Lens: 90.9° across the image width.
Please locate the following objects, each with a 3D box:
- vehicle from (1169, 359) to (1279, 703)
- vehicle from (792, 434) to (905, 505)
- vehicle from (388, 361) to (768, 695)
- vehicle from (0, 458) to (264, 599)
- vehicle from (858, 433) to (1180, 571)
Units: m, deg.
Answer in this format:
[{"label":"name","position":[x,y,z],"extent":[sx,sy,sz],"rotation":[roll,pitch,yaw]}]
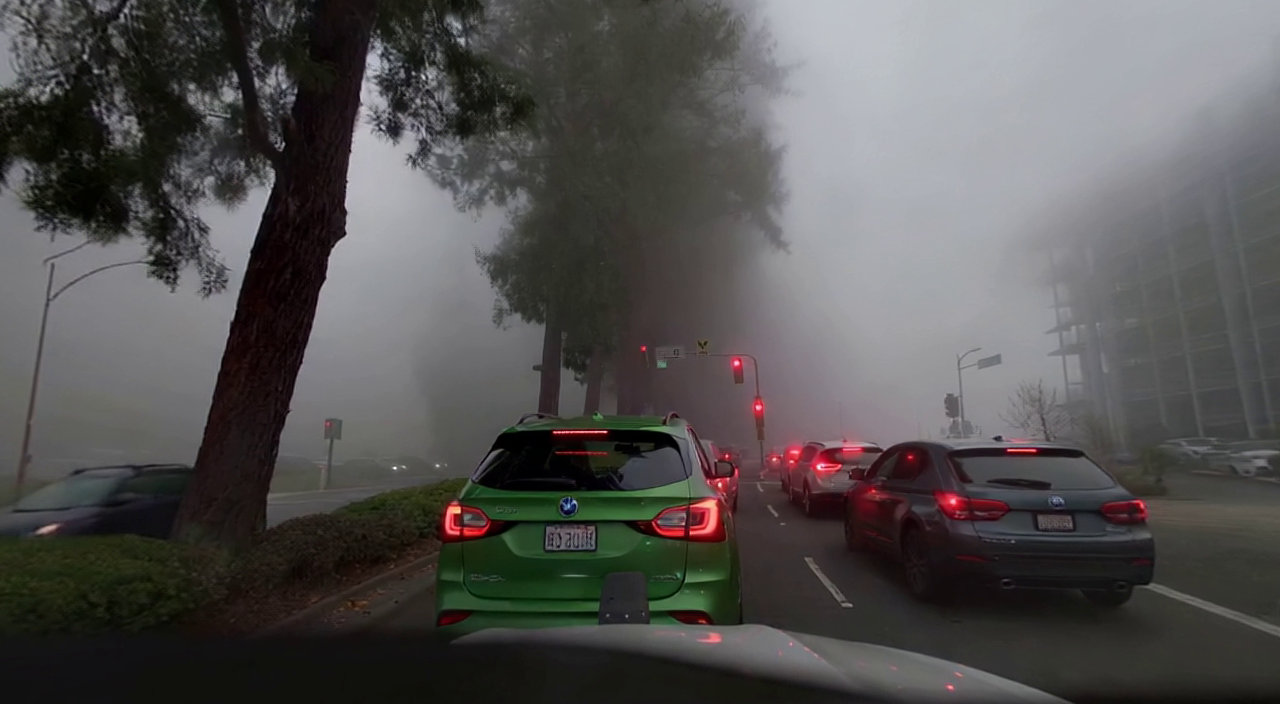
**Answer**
[{"label":"vehicle","position":[4.049,0.612,1.108],"extent":[1.993,1.719,4.953],"rotation":[0,-8,1]},{"label":"vehicle","position":[5.333,3.034,16.727],"extent":[1.994,1.638,4.100],"rotation":[-1,-9,6]},{"label":"vehicle","position":[-0.205,1.238,5.571],"extent":[2.021,1.742,4.295],"rotation":[-1,-8,4]},{"label":"vehicle","position":[-8.167,2.351,9.192],"extent":[2.163,1.500,4.753],"rotation":[-1,-8,5]},{"label":"vehicle","position":[4.908,1.968,9.180],"extent":[1.963,1.480,4.553],"rotation":[0,-8,2]}]
